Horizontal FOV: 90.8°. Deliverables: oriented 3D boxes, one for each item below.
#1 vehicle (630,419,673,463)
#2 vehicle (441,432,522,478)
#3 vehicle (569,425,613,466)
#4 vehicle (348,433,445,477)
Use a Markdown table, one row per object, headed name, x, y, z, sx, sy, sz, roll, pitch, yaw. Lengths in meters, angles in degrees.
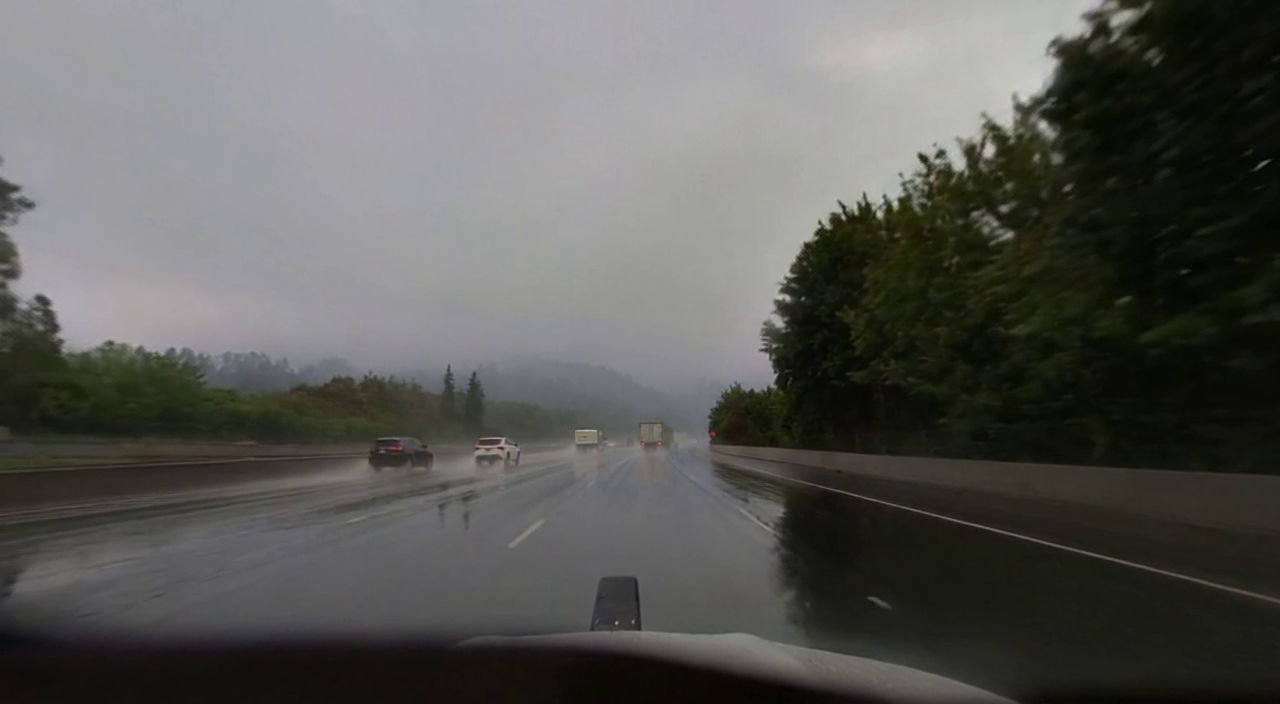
| name | x | y | z | sx | sy | sz | roll | pitch | yaw |
| --- | --- | --- | --- | --- | --- | --- | --- | --- | --- |
| vehicle | 0.814 | 6.302 | 44.464 | 2.768 | 2.854 | 6.757 | 0 | -9 | 1 |
| vehicle | -6.814 | 4.487 | 27.780 | 2.206 | 1.838 | 4.889 | 0 | -9 | 1 |
| vehicle | -3.177 | 6.238 | 42.191 | 2.328 | 2.519 | 5.238 | 0 | -9 | 3 |
| vehicle | -10.607 | 4.546 | 28.106 | 2.080 | 1.777 | 5.450 | 0 | -9 | 1 |
